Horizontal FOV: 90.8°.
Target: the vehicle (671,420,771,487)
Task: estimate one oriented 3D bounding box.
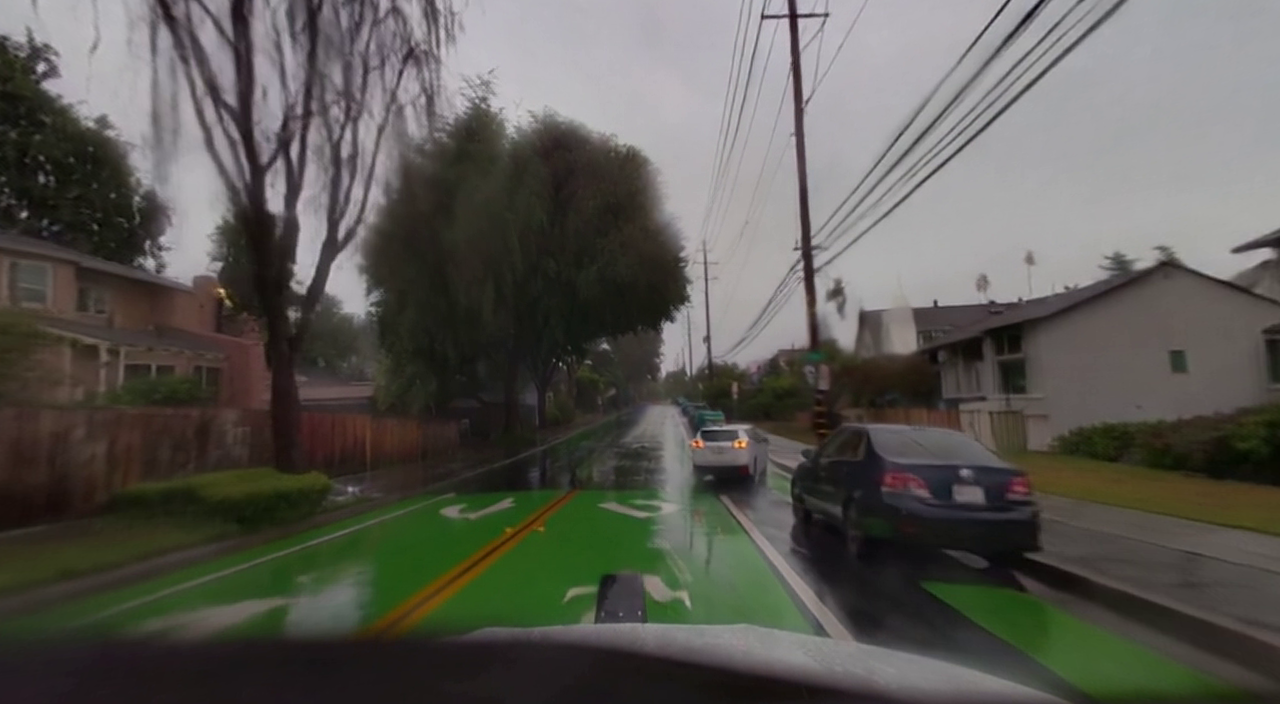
[{"bbox_3d":[2.333,2.653,16.882,2.235,1.500,4.496,0,-8,13],"label":"vehicle"}]

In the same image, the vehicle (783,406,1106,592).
[{"bbox_3d":[3.313,1.670,8.112,1.909,1.694,4.472,0,-8,0],"label":"vehicle"}]
